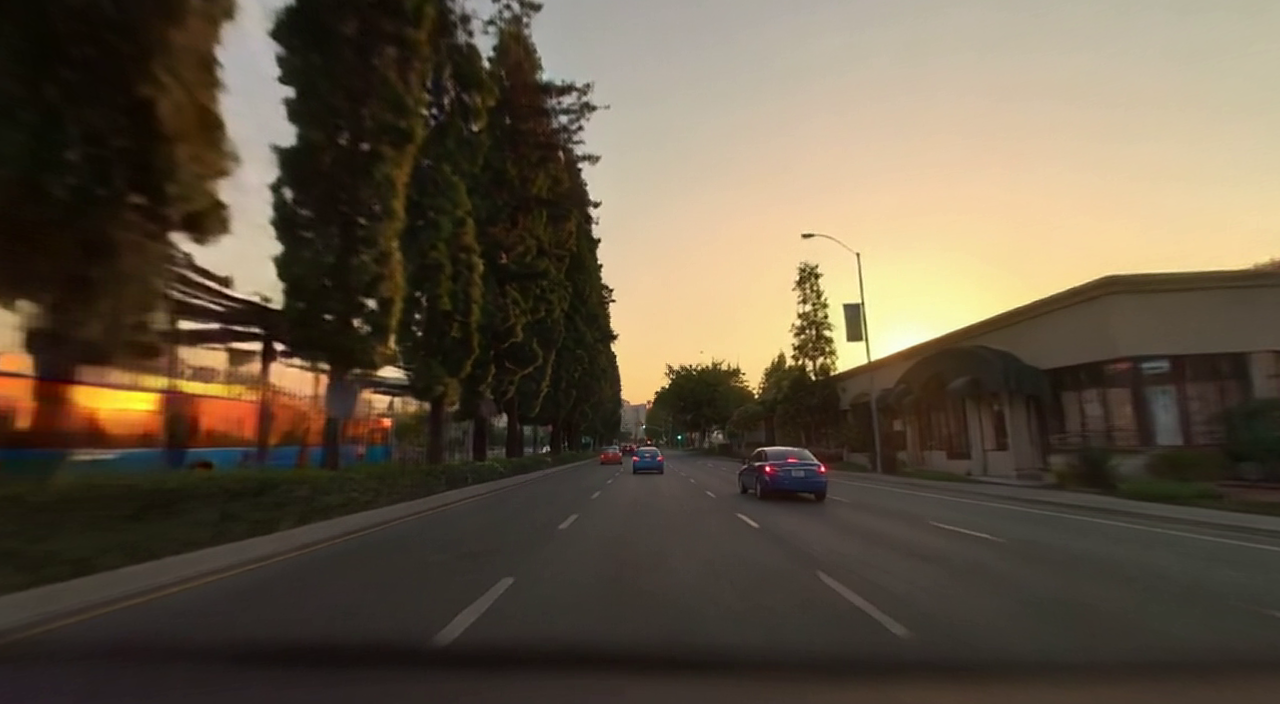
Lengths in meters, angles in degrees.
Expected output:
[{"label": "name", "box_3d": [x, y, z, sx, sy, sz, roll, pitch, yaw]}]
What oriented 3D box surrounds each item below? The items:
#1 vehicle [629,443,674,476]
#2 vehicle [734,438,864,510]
[{"label": "vehicle", "box_3d": [0.547, 5.364, 31.610, 2.144, 1.505, 4.128, 0, -8, 0]}, {"label": "vehicle", "box_3d": [3.696, 2.908, 15.537, 2.067, 1.497, 4.327, 0, -8, 0]}]
